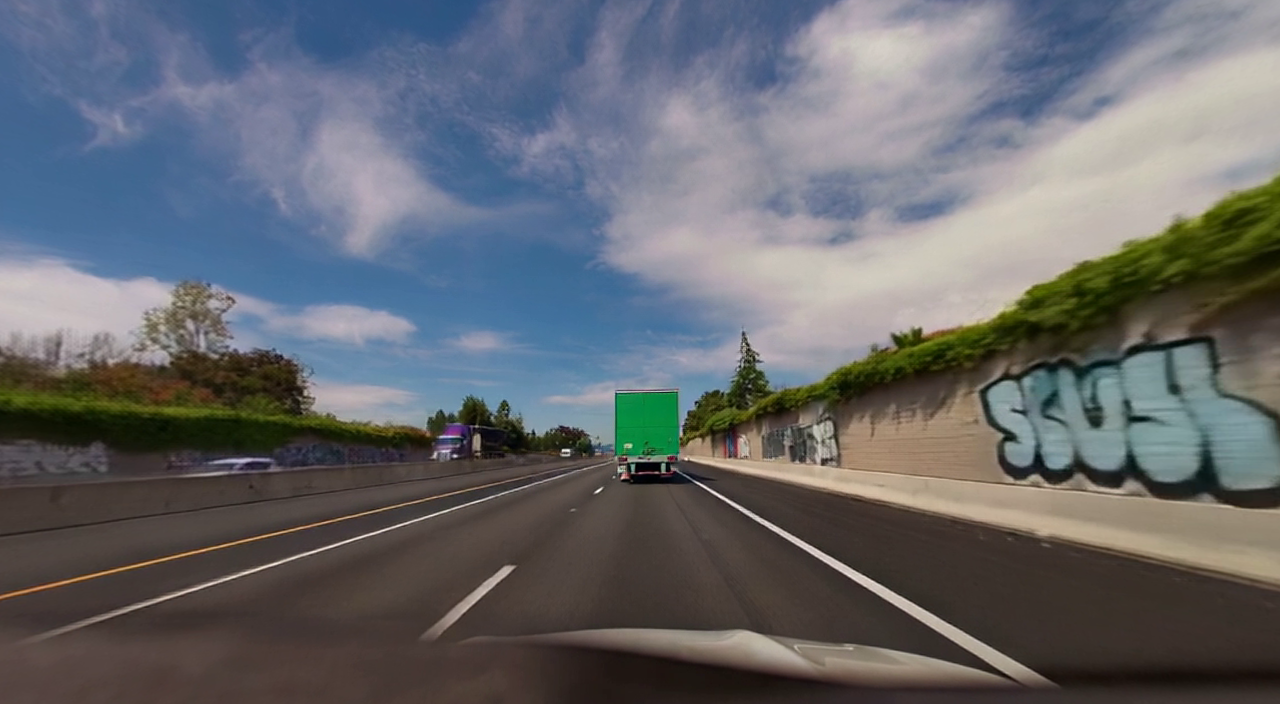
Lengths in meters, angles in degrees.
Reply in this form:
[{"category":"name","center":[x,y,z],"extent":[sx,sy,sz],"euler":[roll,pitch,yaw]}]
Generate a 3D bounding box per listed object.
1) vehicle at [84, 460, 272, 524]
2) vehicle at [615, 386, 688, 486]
[{"category":"vehicle","center":[-12.085,3.639,16.915],"extent":[1.795,1.426,4.297],"euler":[0,-9,-1]},{"category":"vehicle","center":[0.362,4.119,30.088],"extent":[2.900,3.955,10.151],"euler":[0,-9,-1]}]
